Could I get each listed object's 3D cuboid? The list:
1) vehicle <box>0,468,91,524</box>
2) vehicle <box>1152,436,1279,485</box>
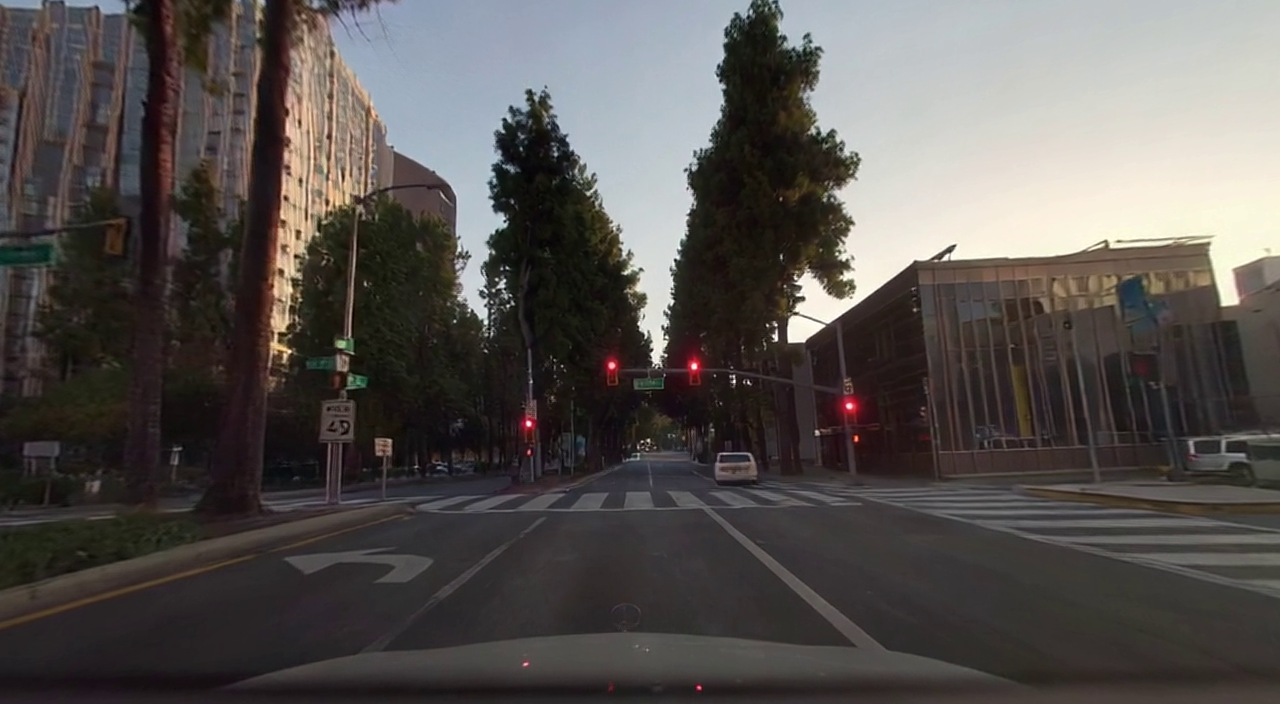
[{"bbox_3d":[-21.075,4.680,20.953,4.758,1.549,2.194,-4,-9,21],"label":"vehicle"},{"bbox_3d":[21.113,3.832,22.504,3.967,1.636,1.932,-1,-9,0],"label":"vehicle"}]
